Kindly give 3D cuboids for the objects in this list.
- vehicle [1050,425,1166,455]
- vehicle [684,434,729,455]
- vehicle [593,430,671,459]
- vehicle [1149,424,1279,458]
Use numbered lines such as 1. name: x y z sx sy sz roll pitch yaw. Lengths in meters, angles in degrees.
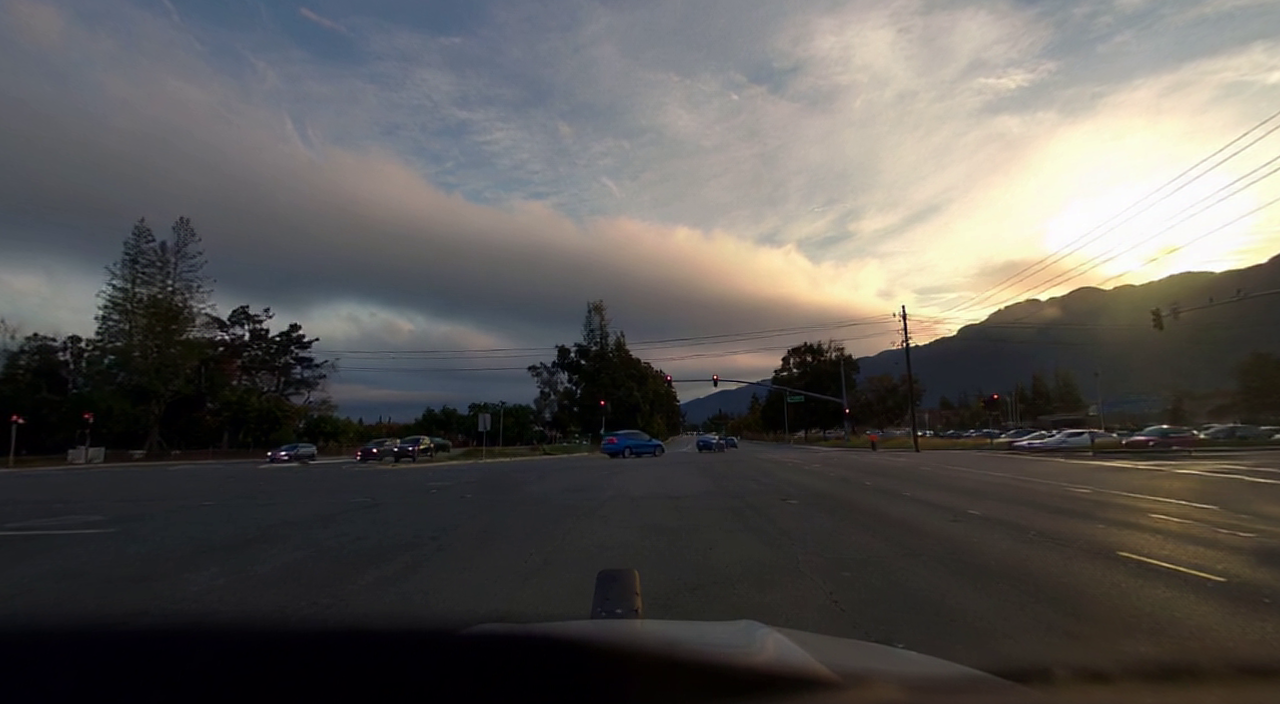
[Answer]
1. vehicle: 27.524 5.192 37.280 5.100 1.680 2.055 0 -8 2
2. vehicle: 5.243 7.207 49.191 2.044 1.542 4.218 -5 -10 28
3. vehicle: -0.458 5.852 40.006 2.105 1.735 4.812 -8 -12 44
4. vehicle: 27.283 4.205 29.822 4.778 1.495 1.959 0 -8 0
